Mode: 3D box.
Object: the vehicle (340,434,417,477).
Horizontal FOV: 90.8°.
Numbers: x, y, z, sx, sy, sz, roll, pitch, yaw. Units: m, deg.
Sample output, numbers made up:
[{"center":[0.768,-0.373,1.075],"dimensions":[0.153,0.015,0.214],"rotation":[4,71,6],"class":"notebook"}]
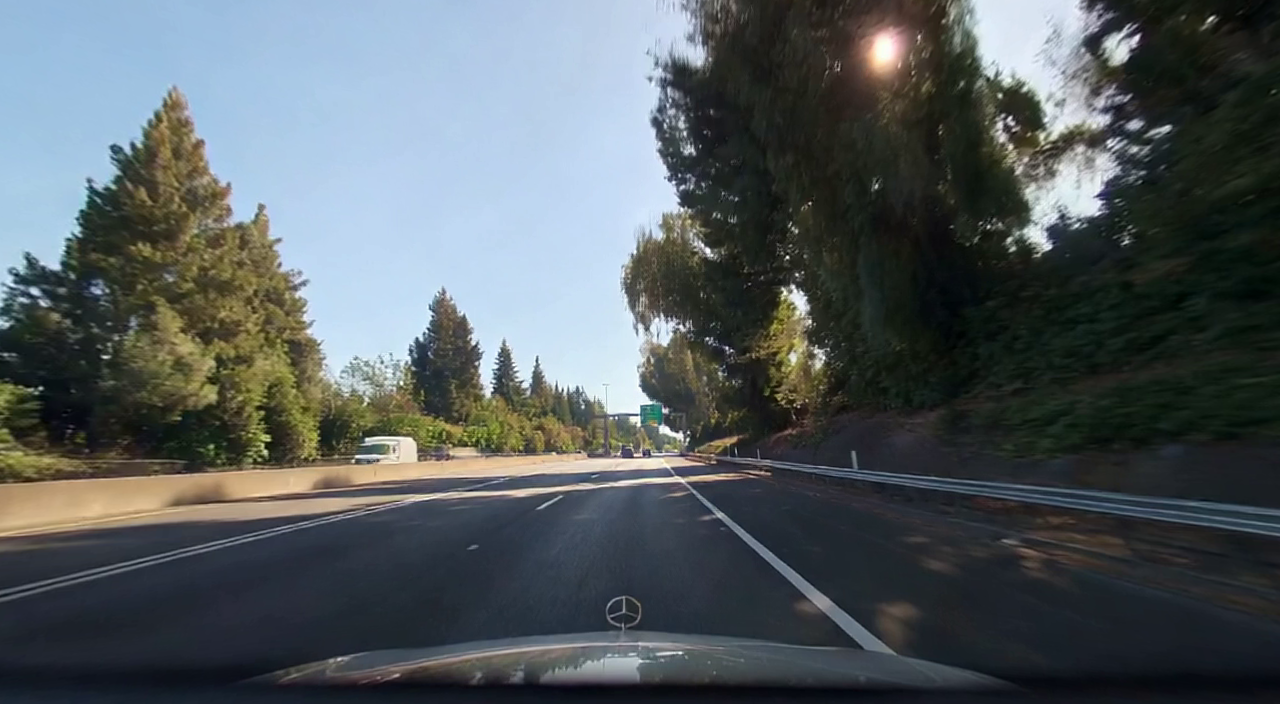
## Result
[{"center":[-17.271,6.869,42.067],"dimensions":[2.295,2.600,6.283],"rotation":[0,-9,1],"class":"vehicle"}]
